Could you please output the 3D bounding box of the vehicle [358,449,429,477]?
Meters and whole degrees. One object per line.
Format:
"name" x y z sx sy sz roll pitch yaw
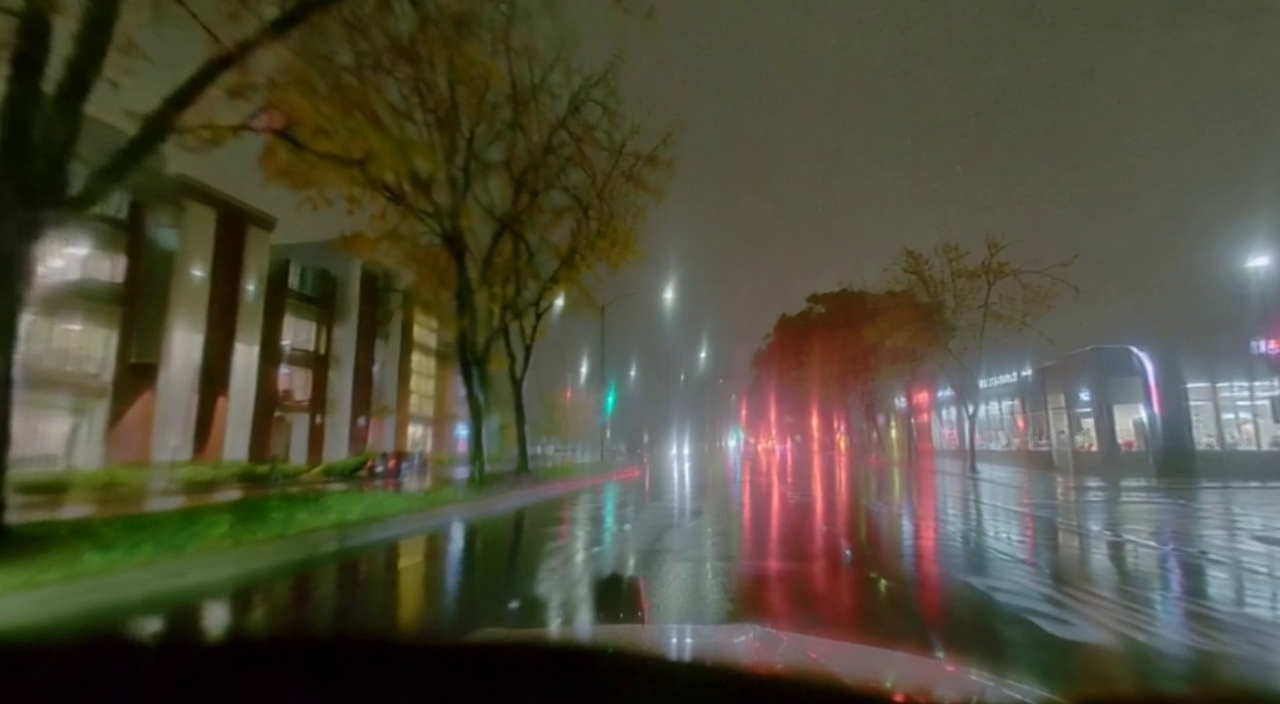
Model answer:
"vehicle" -14.548 6.566 37.582 1.840 1.440 4.442 -4 -9 11
